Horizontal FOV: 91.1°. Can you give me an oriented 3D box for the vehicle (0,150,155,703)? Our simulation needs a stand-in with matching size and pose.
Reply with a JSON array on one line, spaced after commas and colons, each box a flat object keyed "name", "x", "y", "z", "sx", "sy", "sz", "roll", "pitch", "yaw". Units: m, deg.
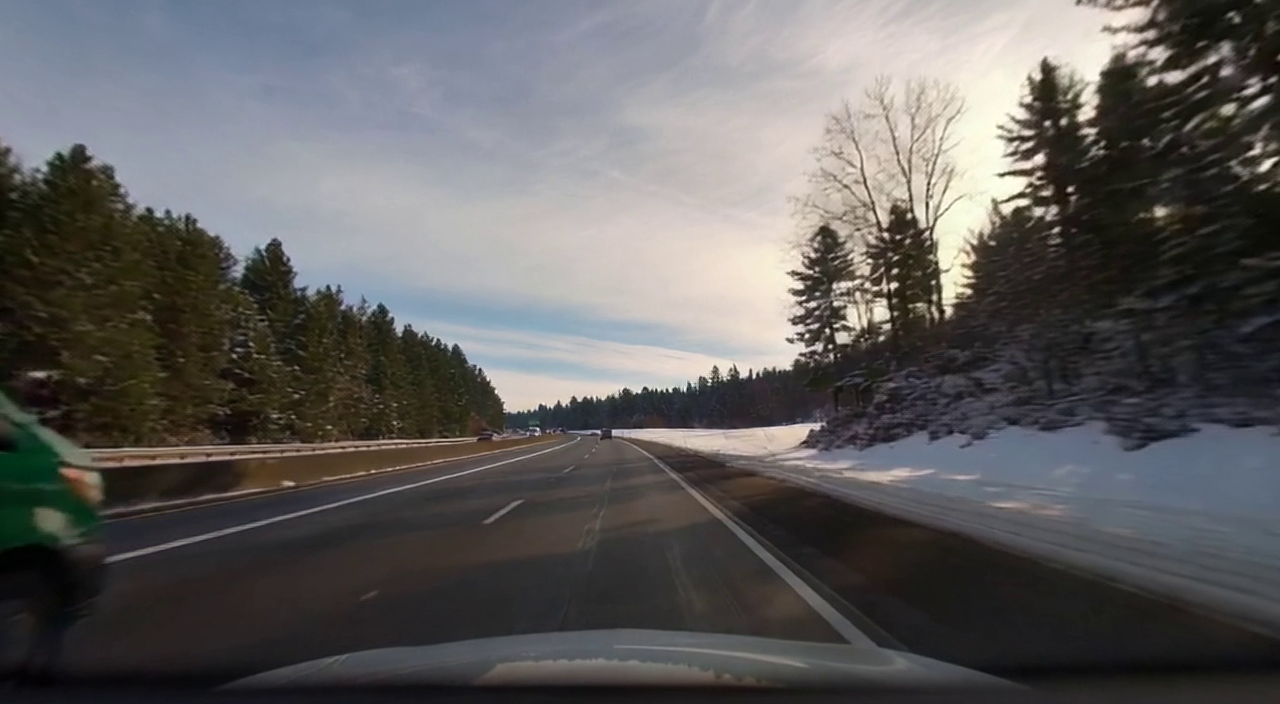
[{"name": "vehicle", "x": -4.011, "y": 0.125, "z": 0.674, "sx": 2.561, "sy": 2.509, "sz": 5.465, "roll": 0, "pitch": -8, "yaw": 0}]
